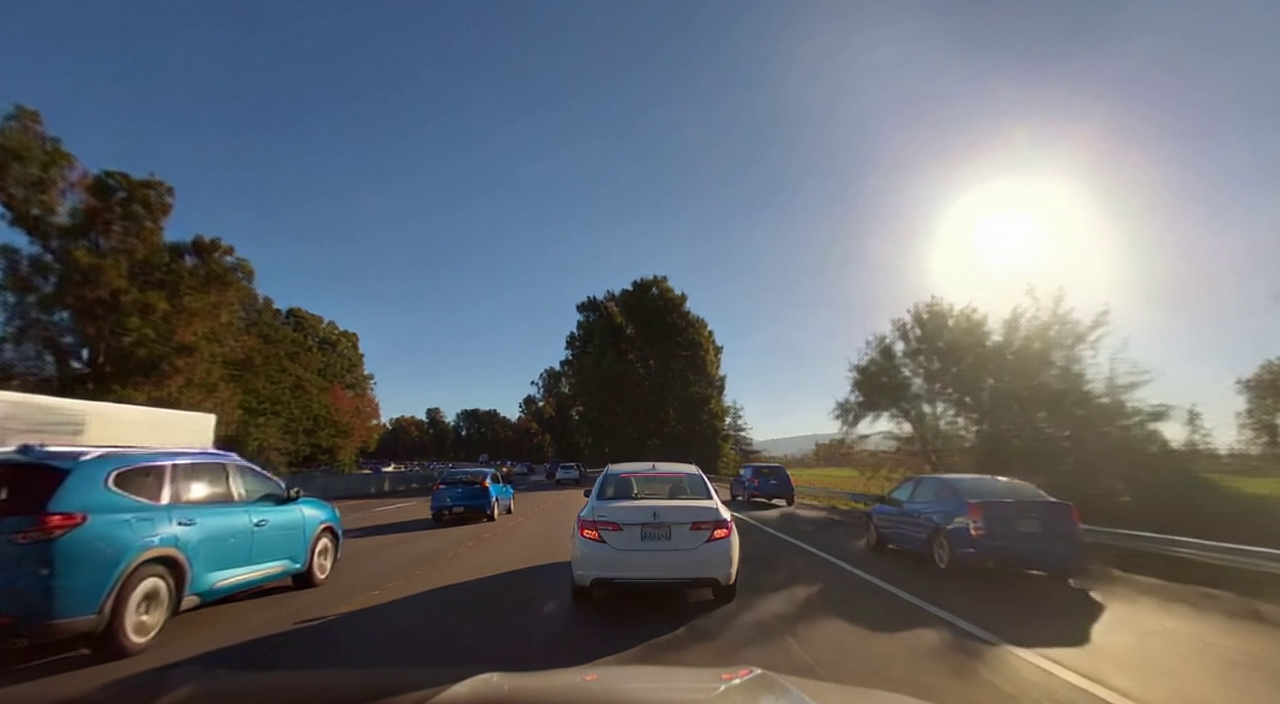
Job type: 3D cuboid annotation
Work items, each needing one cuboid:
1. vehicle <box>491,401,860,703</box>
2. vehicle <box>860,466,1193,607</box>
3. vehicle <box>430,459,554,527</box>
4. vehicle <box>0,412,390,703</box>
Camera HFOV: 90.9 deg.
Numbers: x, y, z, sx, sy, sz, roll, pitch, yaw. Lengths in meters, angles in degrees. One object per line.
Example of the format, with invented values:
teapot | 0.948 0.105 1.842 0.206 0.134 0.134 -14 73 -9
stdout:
vehicle | 0.182 1.536 5.682 2.057 1.725 4.126 1 -11 -1
vehicle | 4.686 2.282 8.602 1.870 1.382 4.287 1 -11 1
vehicle | -3.681 3.636 16.695 1.960 1.502 4.593 0 -11 3
vehicle | -3.920 1.442 5.064 1.994 1.556 4.263 1 -11 1
